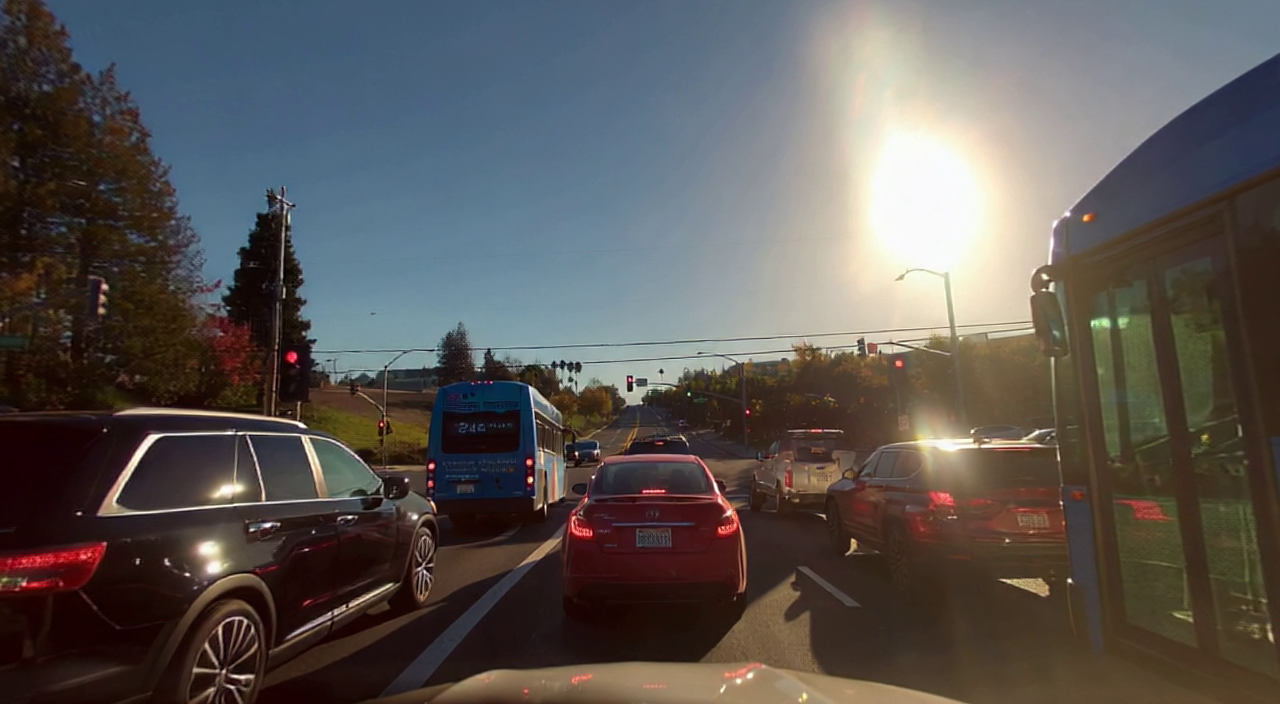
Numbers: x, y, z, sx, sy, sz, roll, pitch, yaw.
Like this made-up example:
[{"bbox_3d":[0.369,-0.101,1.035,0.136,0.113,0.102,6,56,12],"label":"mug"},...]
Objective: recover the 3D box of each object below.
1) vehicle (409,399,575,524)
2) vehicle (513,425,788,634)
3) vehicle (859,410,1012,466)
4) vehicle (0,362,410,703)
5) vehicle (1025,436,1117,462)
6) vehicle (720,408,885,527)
[{"bbox_3d":[-2.923,2.355,13.987,2.335,2.221,5.165,0,-8,1],"label":"vehicle"},{"bbox_3d":[0.066,1.551,6.435,1.976,1.485,3.624,0,-8,0],"label":"vehicle"},{"bbox_3d":[17.593,5.145,37.927,7.839,3.213,2.628,0,-8,-3],"label":"vehicle"},{"bbox_3d":[-3.405,1.182,4.639,1.921,1.701,3.989,0,-8,0],"label":"vehicle"},{"bbox_3d":[25.873,5.828,37.998,4.229,1.489,1.794,0,-9,-2],"label":"vehicle"},{"bbox_3d":[3.150,2.400,13.672,2.143,2.036,5.367,0,-8,0],"label":"vehicle"}]
